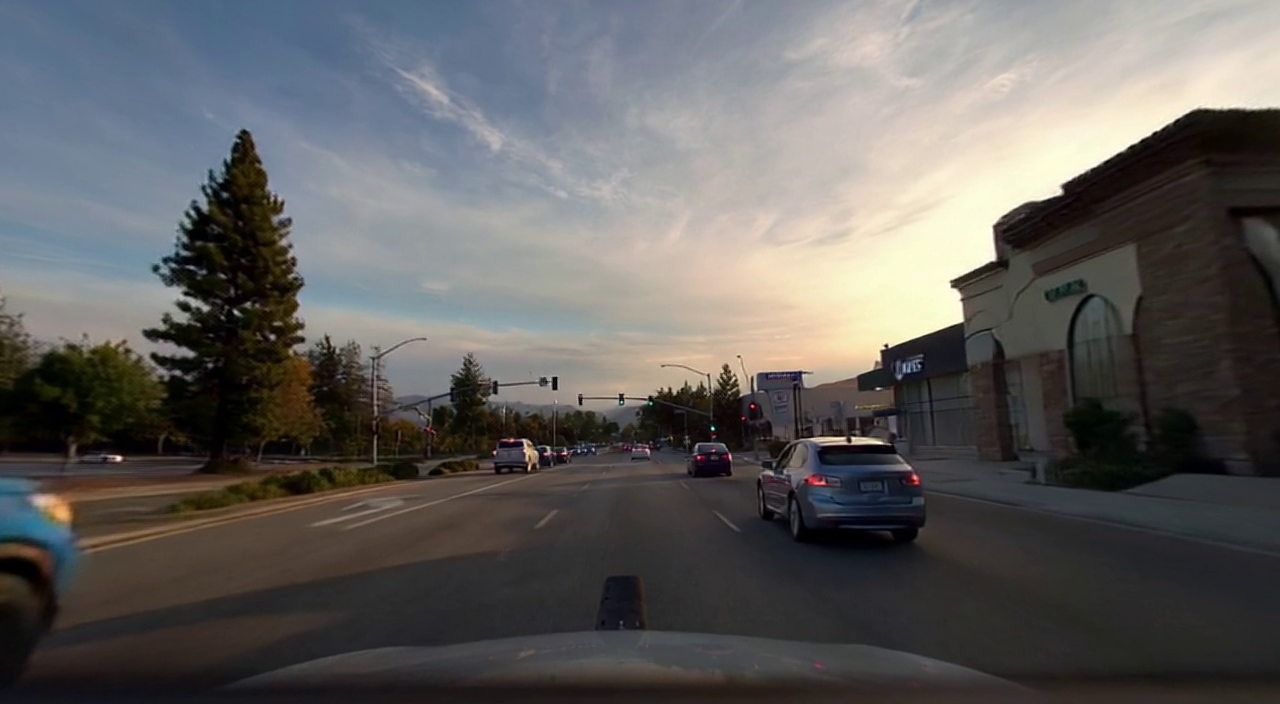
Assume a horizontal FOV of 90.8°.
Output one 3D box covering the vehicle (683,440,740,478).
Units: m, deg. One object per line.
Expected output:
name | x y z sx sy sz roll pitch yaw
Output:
vehicle | 2.987 4.555 27.088 1.842 1.480 4.155 0 -9 -2

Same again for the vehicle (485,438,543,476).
vehicle | -6.517 5.468 33.228 2.136 1.837 4.669 0 -9 -1

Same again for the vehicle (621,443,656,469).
vehicle | -0.105 6.354 38.745 2.008 1.464 4.052 0 -9 -1

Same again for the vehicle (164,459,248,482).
vehicle | -31.408 8.588 45.885 4.719 1.481 2.110 4 -9 -27

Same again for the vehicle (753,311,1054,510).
vehicle | 6.923 2.400 21.454 2.899 4.154 16.592 0 -8 -1

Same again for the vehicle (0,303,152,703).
vehicle | -4.101 0.531 1.280 2.368 2.037 5.319 1 -9 -6

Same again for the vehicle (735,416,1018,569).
vehicle | 2.875 1.845 9.146 2.174 1.596 4.779 0 -9 -1
